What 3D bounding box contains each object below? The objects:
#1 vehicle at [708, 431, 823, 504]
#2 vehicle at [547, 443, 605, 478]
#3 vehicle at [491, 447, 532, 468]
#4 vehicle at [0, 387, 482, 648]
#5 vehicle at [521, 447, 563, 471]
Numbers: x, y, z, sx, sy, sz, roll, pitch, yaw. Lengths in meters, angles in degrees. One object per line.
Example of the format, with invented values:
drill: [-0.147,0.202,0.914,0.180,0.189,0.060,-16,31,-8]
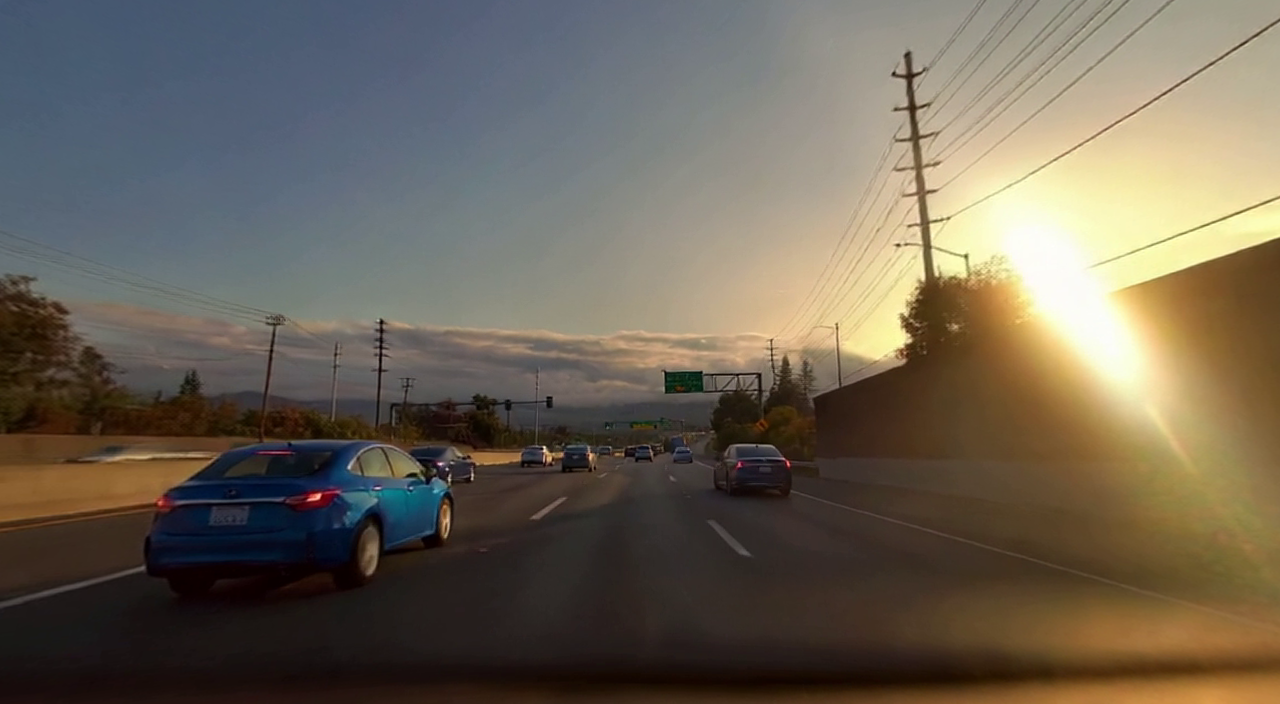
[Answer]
vehicle: [3.151,3.017,16.905,2.100,1.659,4.387,0,-9,-1]
vehicle: [-2.871,4.986,29.265,2.066,1.488,4.377,-1,-9,2]
vehicle: [-9.563,7.894,47.381,2.014,1.481,4.642,-1,-9,2]
vehicle: [-3.228,1.419,6.423,2.104,1.707,4.338,0,-9,0]
vehicle: [-6.319,6.941,41.352,1.877,1.474,4.475,-1,-9,2]
